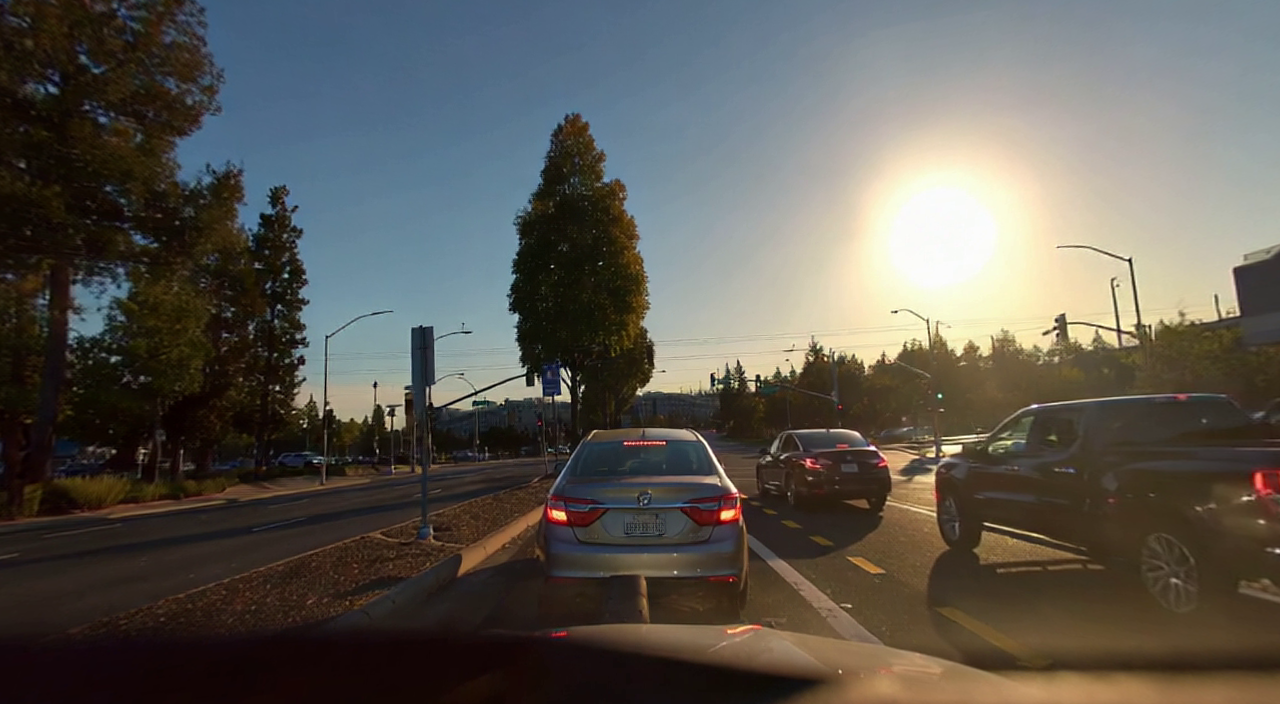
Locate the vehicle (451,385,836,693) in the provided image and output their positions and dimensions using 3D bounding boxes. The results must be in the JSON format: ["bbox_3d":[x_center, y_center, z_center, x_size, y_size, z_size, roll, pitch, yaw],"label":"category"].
[{"bbox_3d":[-0.017,1.313,5.539,2.116,1.677,3.948,0,-8,-1],"label":"vehicle"}]

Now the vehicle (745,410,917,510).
[{"bbox_3d":[4.222,2.534,15.274,2.319,1.930,5.651,0,-8,-1],"label":"vehicle"}]

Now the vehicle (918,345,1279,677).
[{"bbox_3d":[4.522,1.170,5.518,2.019,1.803,4.634,0,-8,0],"label":"vehicle"}]

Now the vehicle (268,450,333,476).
[{"bbox_3d":[-24.061,7.842,44.877,1.798,1.706,4.385,-1,-8,6],"label":"vehicle"}]
